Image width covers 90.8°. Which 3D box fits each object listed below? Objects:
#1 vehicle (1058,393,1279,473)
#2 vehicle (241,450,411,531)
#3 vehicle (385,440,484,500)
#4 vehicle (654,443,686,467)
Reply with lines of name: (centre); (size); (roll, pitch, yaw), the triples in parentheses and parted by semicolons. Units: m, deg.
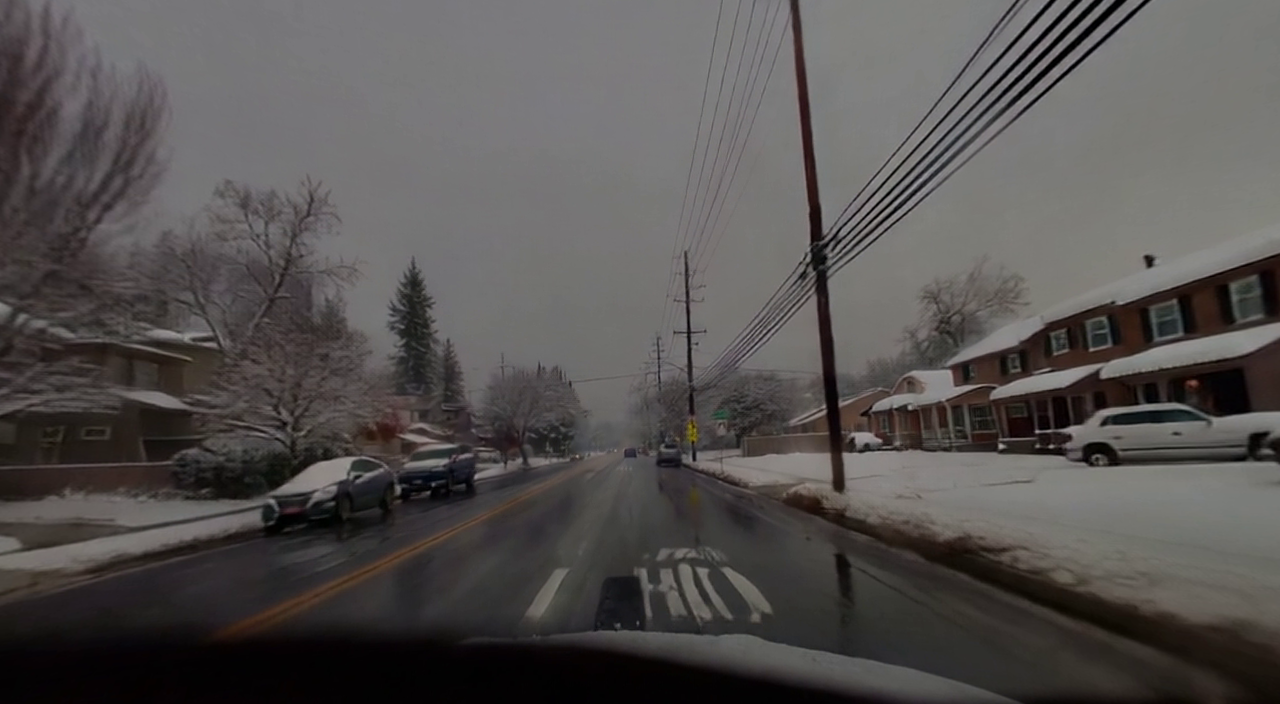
vehicle: (13.524, 2.035, 15.872); (4.836, 1.789, 2.229); (-4, -9, 31)
vehicle: (-7.135, 3.145, 14.917); (2.041, 1.587, 3.920); (-2, -9, -1)
vehicle: (-7.290, 4.218, 22.917); (2.135, 1.787, 4.452); (-4, -9, 0)
vehicle: (2.158, 7.654, 47.098); (1.971, 1.710, 4.210); (0, -9, -3)
